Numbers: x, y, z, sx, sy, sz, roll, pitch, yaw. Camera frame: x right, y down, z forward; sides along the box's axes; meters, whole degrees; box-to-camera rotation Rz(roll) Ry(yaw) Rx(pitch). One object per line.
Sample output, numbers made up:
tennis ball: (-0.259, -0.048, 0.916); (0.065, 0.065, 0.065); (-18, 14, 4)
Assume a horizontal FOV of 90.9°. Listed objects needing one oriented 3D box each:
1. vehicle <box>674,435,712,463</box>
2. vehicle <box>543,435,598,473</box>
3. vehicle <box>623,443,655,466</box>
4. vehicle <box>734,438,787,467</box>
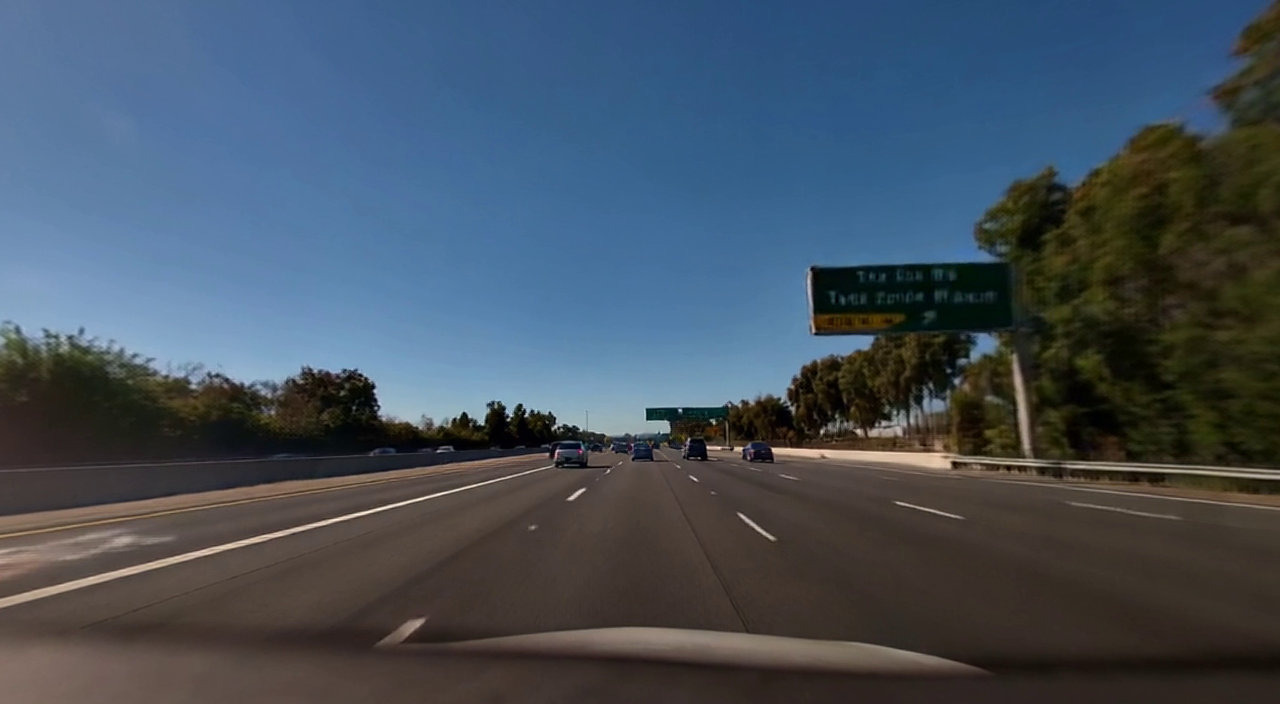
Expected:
vehicle: (3.936, 7.333, 47.665); (2.348, 1.991, 5.460); (0, -8, 0)
vehicle: (-3.434, 5.135, 32.047); (2.118, 1.750, 4.875); (0, -8, 2)
vehicle: (-0.027, 6.923, 42.867); (2.050, 1.452, 3.917); (0, -8, 1)
vehicle: (7.261, 6.120, 38.488); (2.196, 1.659, 4.451); (0, -8, -2)
